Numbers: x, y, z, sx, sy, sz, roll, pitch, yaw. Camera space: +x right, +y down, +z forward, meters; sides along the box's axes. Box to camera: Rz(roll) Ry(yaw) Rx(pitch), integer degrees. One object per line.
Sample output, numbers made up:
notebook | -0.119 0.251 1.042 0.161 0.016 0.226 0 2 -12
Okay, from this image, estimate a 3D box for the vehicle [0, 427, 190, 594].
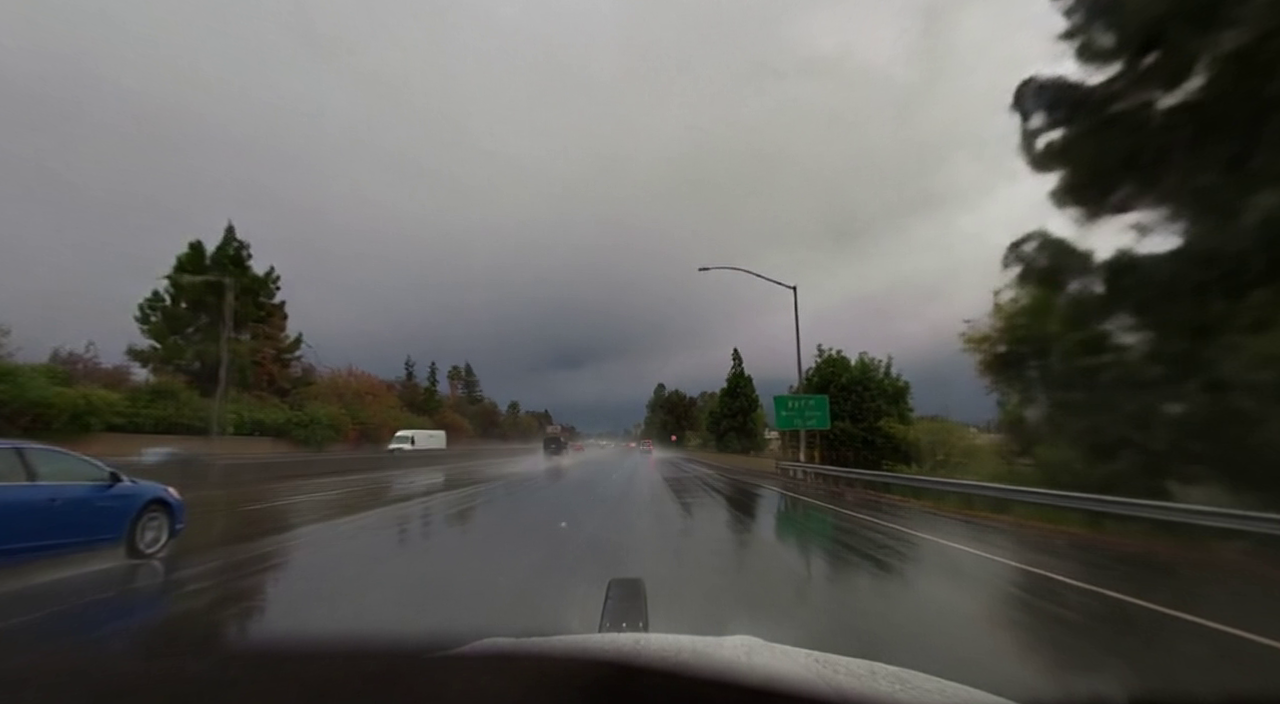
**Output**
vehicle | -6.754 1.419 5.599 1.981 1.486 4.735 0 -8 1
